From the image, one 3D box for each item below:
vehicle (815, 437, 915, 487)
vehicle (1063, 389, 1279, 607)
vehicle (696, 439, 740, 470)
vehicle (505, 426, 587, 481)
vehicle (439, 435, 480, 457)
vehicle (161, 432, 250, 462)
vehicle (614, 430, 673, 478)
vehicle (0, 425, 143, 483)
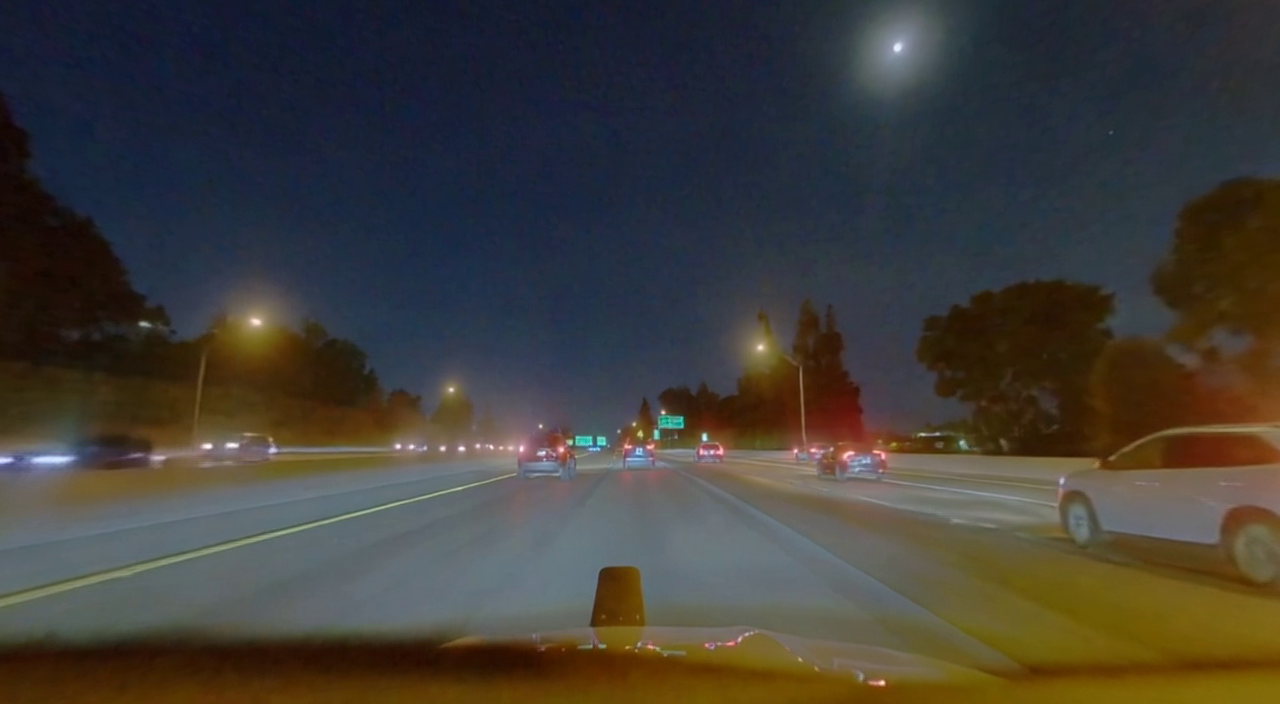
[{"bbox_3d":[7.748,3.806,22.089,1.989,1.569,3.964,0,-9,-1],"label":"vehicle"},{"bbox_3d":[5.970,1.156,5.003,2.041,1.669,4.712,0,-9,2],"label":"vehicle"},{"bbox_3d":[4.457,5.925,36.666,2.022,1.682,4.226,0,-9,0],"label":"vehicle"},{"bbox_3d":[-3.278,3.677,22.975,2.199,1.777,4.790,0,-9,1],"label":"vehicle"},{"bbox_3d":[-14.211,7.448,49.830,1.885,1.593,4.292,0,-9,1],"label":"vehicle"},{"bbox_3d":[-25.711,5.643,37.458,1.947,1.682,4.606,0,-9,1],"label":"vehicle"},{"bbox_3d":[0.134,4.074,25.224,2.181,1.728,3.970,0,-9,0],"label":"vehicle"},{"bbox_3d":[-18.007,3.051,18.997,1.992,1.524,4.843,0,-9,1],"label":"vehicle"}]
